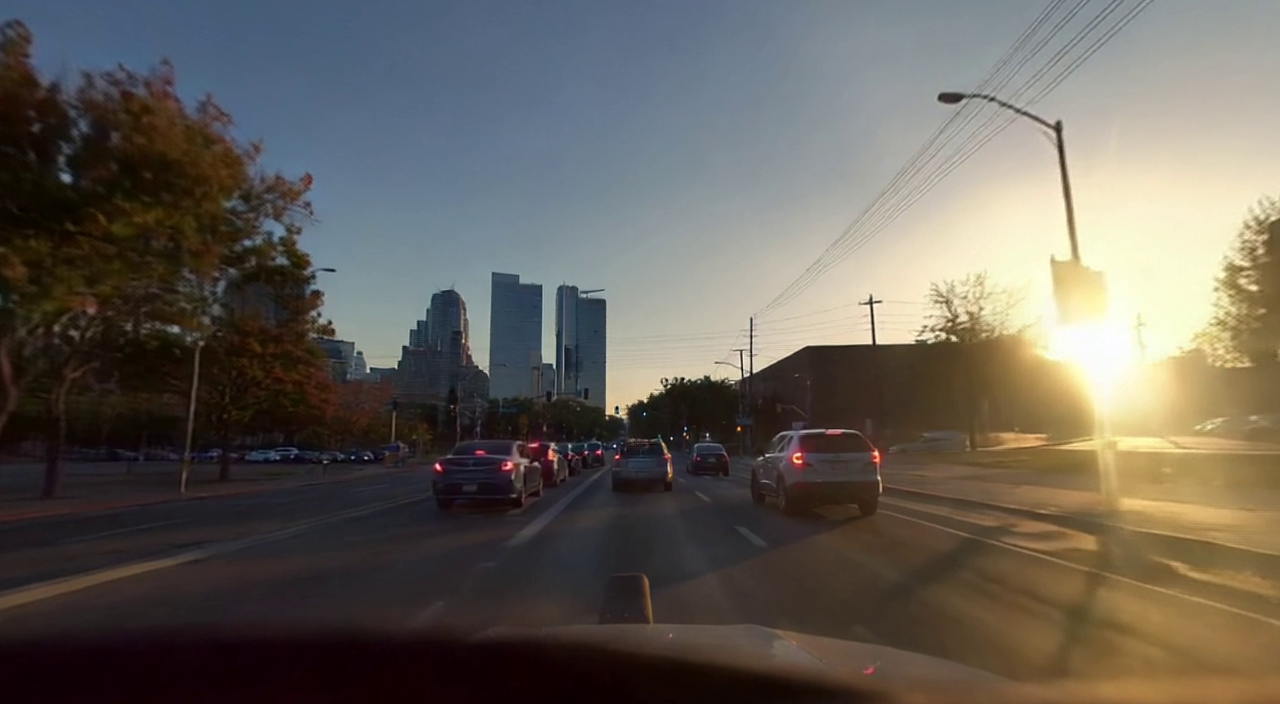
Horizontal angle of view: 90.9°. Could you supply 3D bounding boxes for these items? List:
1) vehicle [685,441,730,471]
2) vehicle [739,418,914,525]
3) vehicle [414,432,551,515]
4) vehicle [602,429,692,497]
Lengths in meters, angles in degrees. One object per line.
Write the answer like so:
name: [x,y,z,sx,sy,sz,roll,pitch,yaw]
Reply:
vehicle: [3.593,5.605,34.282,1.880,1.503,4.130,0,-8,-1]
vehicle: [3.384,2.275,12.530,2.024,1.711,4.512,0,-9,-1]
vehicle: [-3.216,2.568,13.889,2.104,1.488,4.546,0,-9,-4]
vehicle: [0.149,3.036,17.629,2.200,1.653,4.127,0,-8,0]
